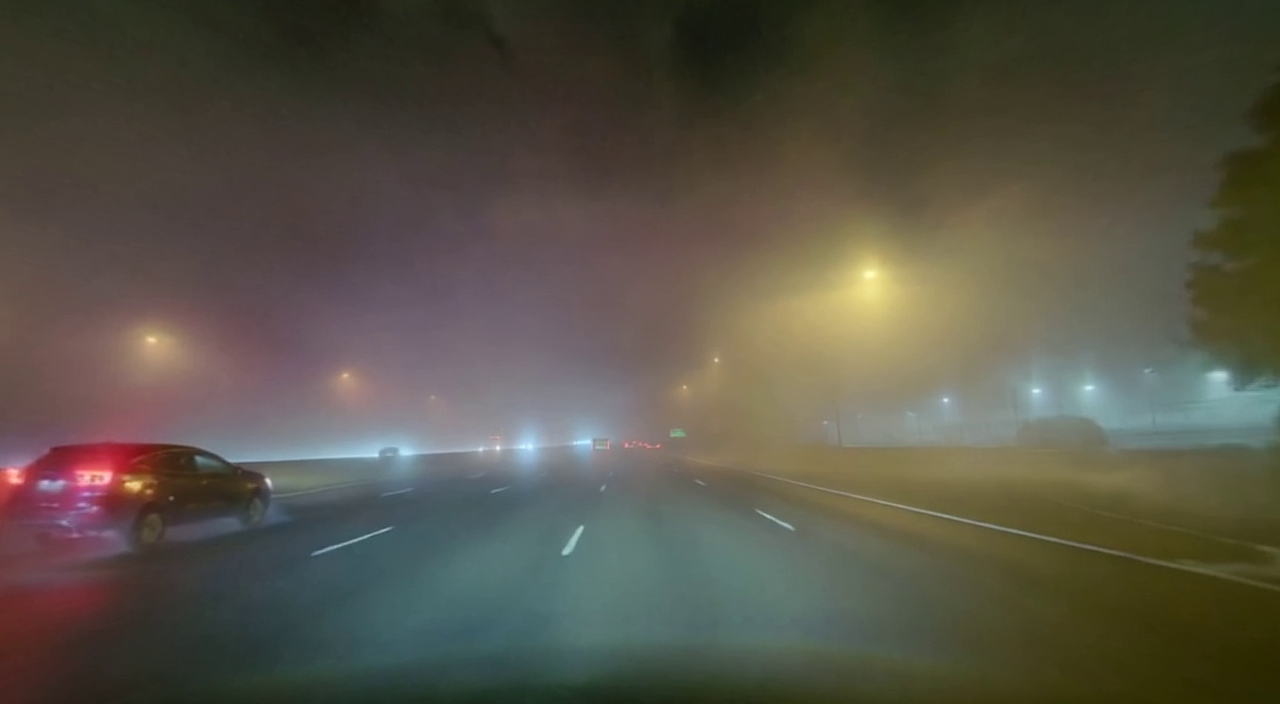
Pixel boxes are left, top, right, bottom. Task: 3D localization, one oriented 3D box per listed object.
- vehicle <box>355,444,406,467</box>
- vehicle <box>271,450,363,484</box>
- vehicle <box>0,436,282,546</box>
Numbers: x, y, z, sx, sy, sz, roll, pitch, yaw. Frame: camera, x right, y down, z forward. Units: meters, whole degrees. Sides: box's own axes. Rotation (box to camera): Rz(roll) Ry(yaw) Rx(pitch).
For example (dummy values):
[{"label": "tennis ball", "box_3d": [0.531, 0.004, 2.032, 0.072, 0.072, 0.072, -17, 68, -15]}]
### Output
[{"label": "vehicle", "box_3d": [-19.424, 7.769, 47.439, 2.003, 1.631, 4.445, 0, -9, -1]}, {"label": "vehicle", "box_3d": [-15.102, 5.362, 29.854, 2.106, 1.449, 4.299, 0, -9, -1]}, {"label": "vehicle", "box_3d": [-8.606, 2.274, 11.044, 2.060, 1.507, 4.494, 0, -9, -1]}]
